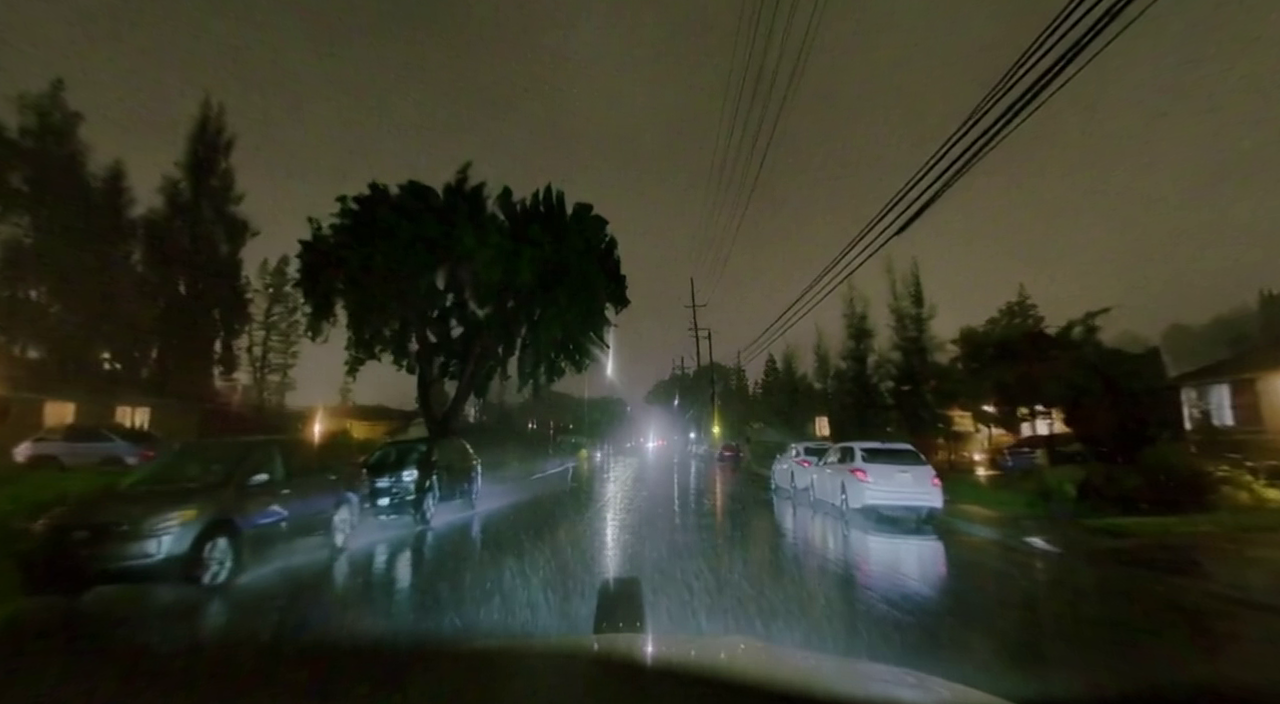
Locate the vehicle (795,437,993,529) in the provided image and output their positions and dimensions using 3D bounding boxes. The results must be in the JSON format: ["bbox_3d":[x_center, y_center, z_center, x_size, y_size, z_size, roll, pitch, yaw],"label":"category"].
[{"bbox_3d":[4.818,2.546,12.985,2.090,1.489,4.952,0,-9,1],"label":"vehicle"}]

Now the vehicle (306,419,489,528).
[{"bbox_3d":[-5.048,2.608,13.966,2.156,1.859,4.573,-4,-9,1],"label":"vehicle"}]

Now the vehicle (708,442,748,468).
[{"bbox_3d":[5.418,6.382,39.206,1.906,1.503,4.498,0,-9,1],"label":"vehicle"}]

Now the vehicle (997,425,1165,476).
[{"bbox_3d":[17.519,3.936,25.309,4.927,1.799,2.245,-2,-9,1],"label":"vehicle"}]

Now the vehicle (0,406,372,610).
[{"bbox_3d":[-5.443,1.801,8.032,2.118,1.753,4.377,-4,-9,1],"label":"vehicle"}]
